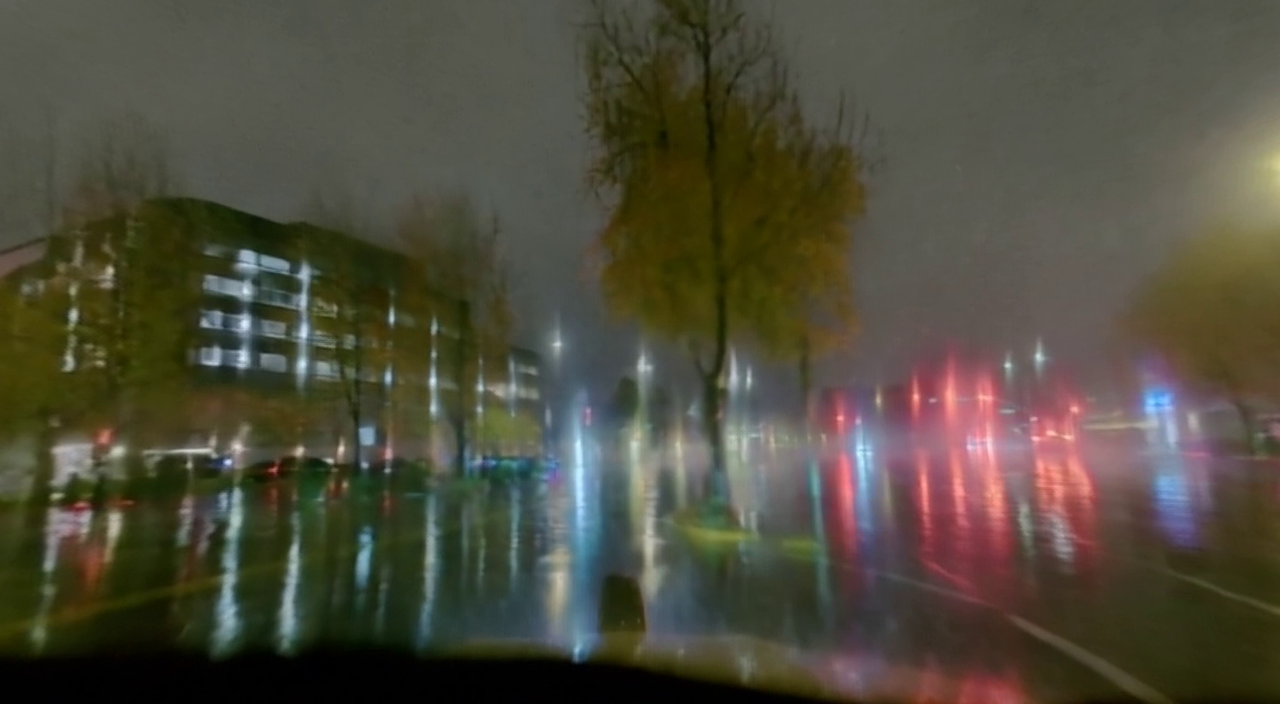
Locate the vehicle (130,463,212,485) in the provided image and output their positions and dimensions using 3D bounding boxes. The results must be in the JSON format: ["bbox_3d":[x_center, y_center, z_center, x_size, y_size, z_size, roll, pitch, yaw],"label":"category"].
[{"bbox_3d":[-33.441,8.692,45.141,4.317,1.418,1.734,1,-9,-9],"label":"vehicle"}]

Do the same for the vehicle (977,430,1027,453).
[{"bbox_3d":[27.116,6.735,47.455,2.100,1.638,4.545,-3,-9,15],"label":"vehicle"}]

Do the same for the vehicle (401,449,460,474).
[{"bbox_3d":[-16.093,8.325,48.300,2.112,1.719,5.483,8,-12,-43],"label":"vehicle"}]

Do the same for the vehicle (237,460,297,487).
[{"bbox_3d":[-23.969,7.726,40.468,2.121,1.541,5.124,8,-12,-42],"label":"vehicle"}]

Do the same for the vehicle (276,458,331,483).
[{"bbox_3d":[-23.631,8.258,44.324,4.416,1.541,2.102,-9,-12,44],"label":"vehicle"}]

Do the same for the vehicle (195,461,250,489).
[{"bbox_3d":[-25.558,7.460,38.585,2.130,1.458,4.157,7,-11,-40],"label":"vehicle"}]
